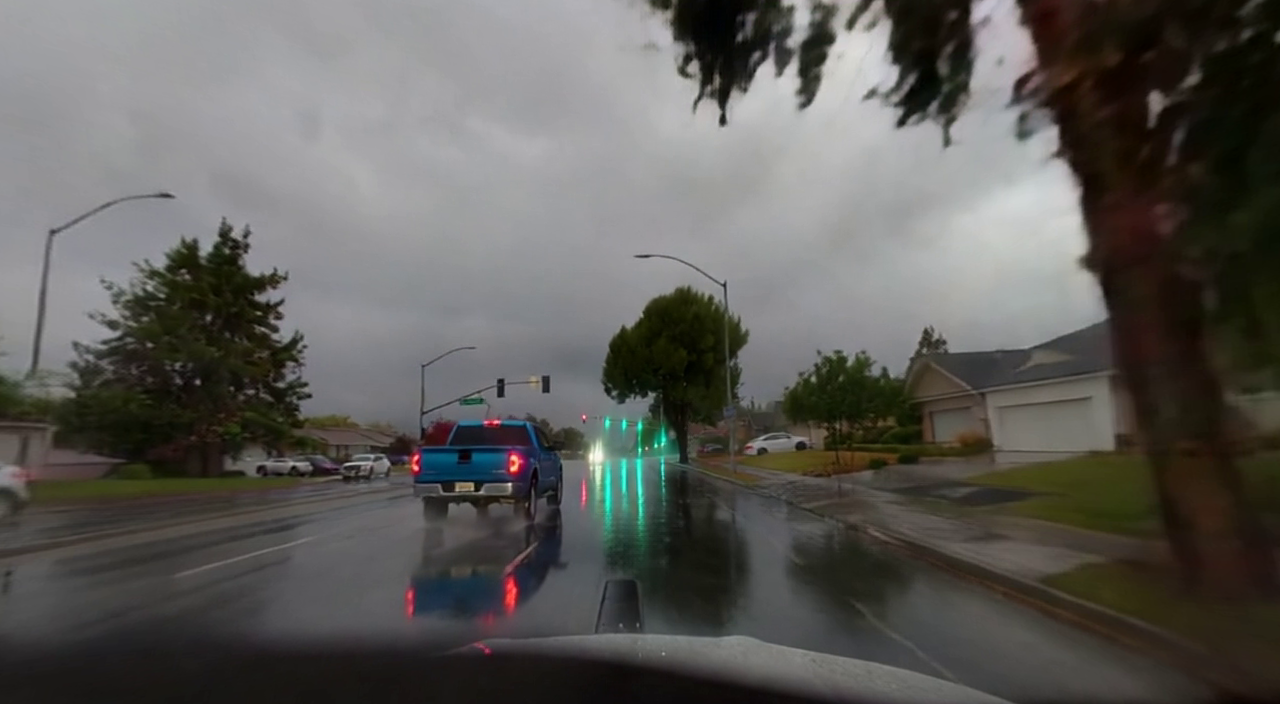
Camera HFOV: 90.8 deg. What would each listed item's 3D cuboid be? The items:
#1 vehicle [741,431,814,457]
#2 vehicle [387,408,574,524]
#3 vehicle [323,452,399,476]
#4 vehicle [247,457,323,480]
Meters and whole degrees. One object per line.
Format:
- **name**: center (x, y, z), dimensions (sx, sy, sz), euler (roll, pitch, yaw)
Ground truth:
- **vehicle**: center (10.215, 6.891, 47.181), dimensions (4.882, 1.839, 2.243), euler (1, -9, -6)
- **vehicle**: center (-3.087, 2.432, 14.001), dimensions (2.508, 2.001, 5.880), euler (0, -9, 1)
- **vehicle**: center (-21.171, 8.492, 48.085), dimensions (4.669, 1.745, 2.156), euler (0, -9, 1)
- **vehicle**: center (-26.795, 8.781, 47.810), dimensions (4.497, 1.634, 1.991), euler (0, -9, -2)
